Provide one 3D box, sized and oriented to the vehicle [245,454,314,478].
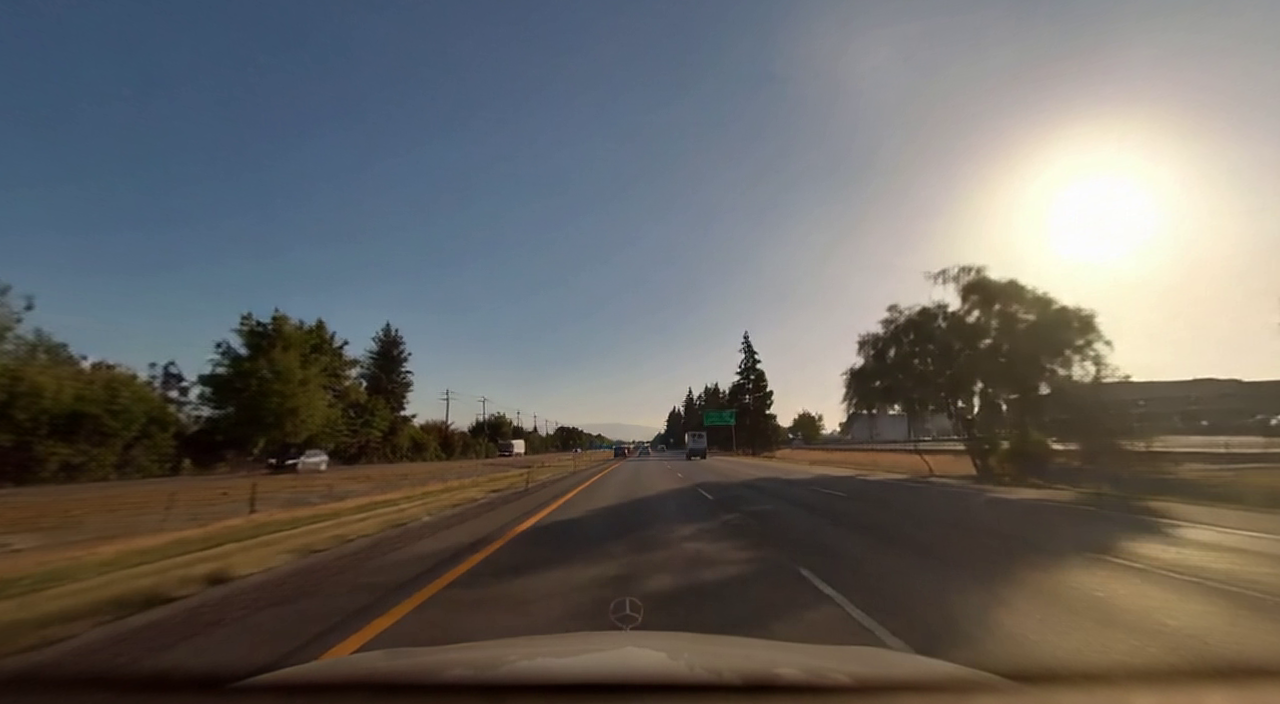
[{"bbox_3d":[-24.621,7.754,43.276,1.873,1.456,4.716,0,-8,1],"label":"vehicle"}]
